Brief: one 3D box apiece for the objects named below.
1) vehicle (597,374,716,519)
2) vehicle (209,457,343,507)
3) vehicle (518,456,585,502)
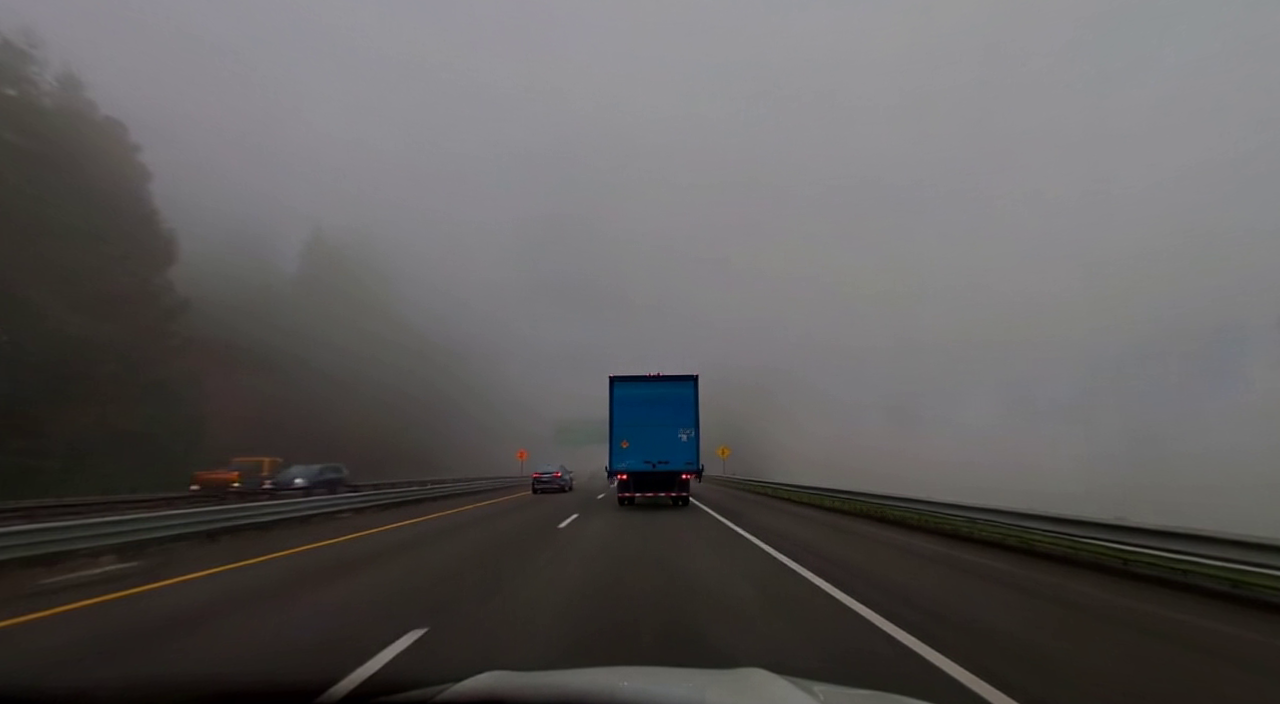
[{"bbox_3d":[0.384,3.263,20.921,3.008,3.678,9.512,1,-10,0],"label":"vehicle"},{"bbox_3d":[-12.757,4.583,22.503,1.949,1.533,4.662,1,-10,0],"label":"vehicle"},{"bbox_3d":[-3.491,5.168,25.866,2.076,1.691,4.555,1,-10,0],"label":"vehicle"}]
